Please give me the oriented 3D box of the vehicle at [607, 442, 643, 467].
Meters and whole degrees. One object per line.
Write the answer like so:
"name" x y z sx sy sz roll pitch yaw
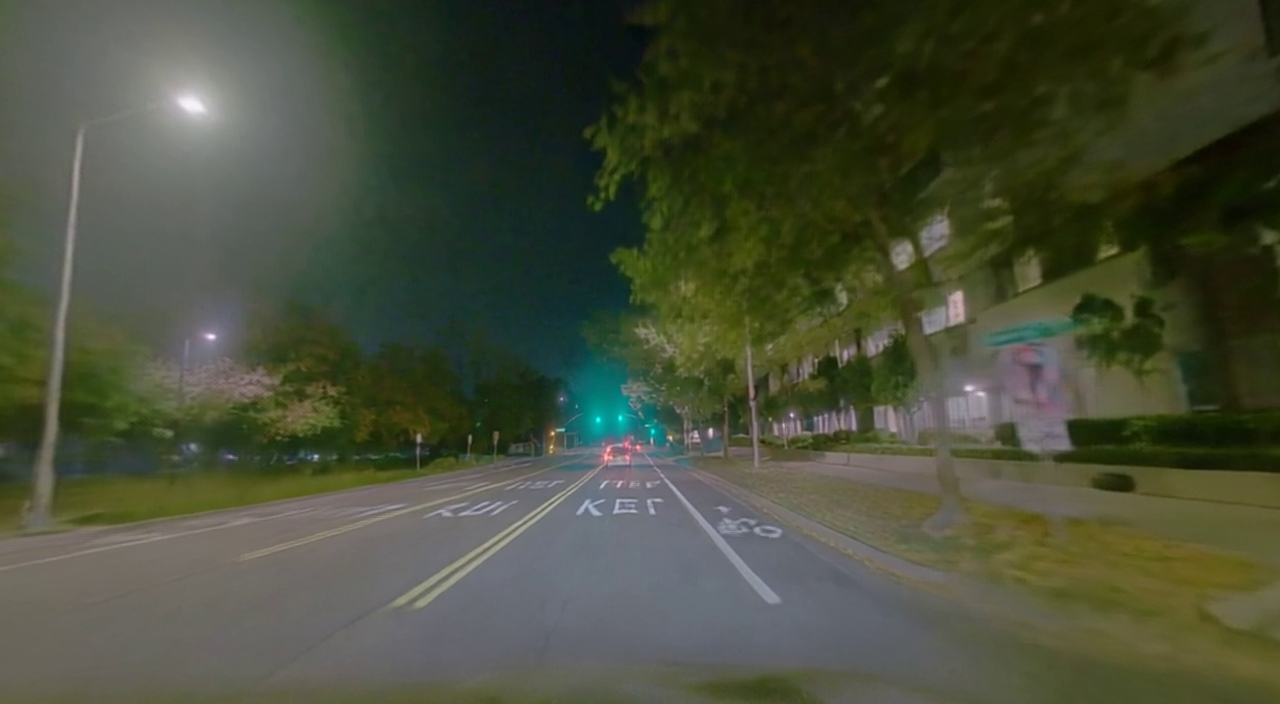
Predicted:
"vehicle" -0.899 6.291 38.980 2.131 1.474 4.146 0 -8 -1
